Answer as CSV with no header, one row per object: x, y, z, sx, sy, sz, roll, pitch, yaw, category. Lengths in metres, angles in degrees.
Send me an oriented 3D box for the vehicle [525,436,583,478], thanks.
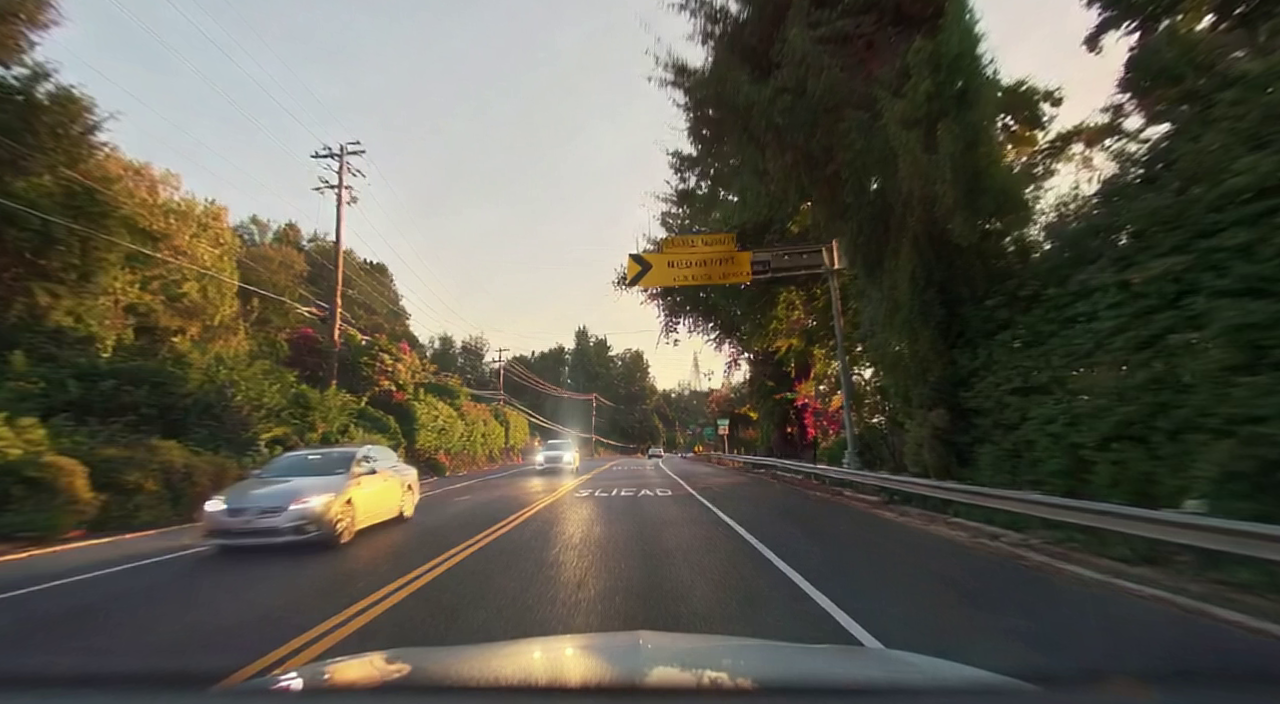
-3.955,4.894,29.655,2.018,1.702,4.423,-3,-9,1,vehicle

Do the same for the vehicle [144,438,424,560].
-5.264,2.199,10.238,2.023,1.511,4.355,0,-9,-1,vehicle
